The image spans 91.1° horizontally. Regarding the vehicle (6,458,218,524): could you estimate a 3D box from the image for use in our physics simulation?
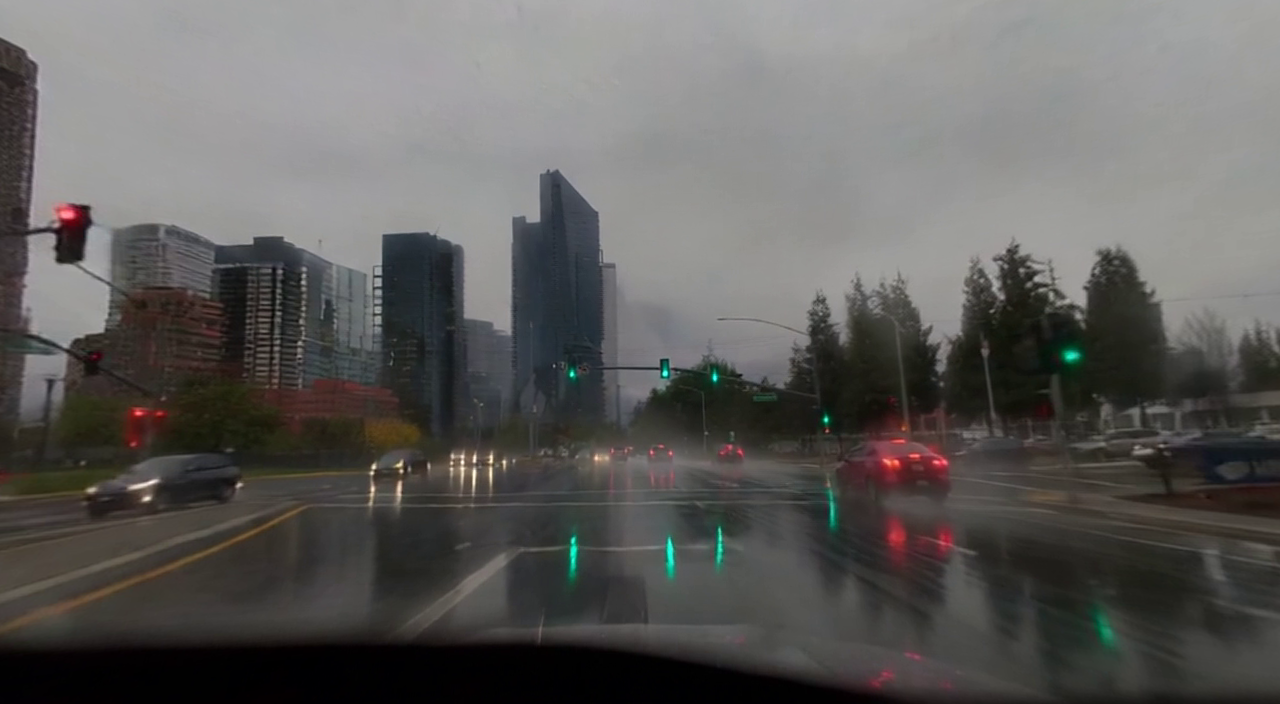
[{"bbox_3d":[-14.589,3.828,17.823,1.812,1.508,4.735,0,-9,2],"label":"vehicle"}]

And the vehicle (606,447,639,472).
[{"bbox_3d":[-1.128,6.860,40.238,2.026,1.453,3.780,0,-9,-2],"label":"vehicle"}]

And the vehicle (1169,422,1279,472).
[{"bbox_3d":[20.638,3.114,20.614,4.589,1.563,2.055,0,-9,1],"label":"vehicle"}]

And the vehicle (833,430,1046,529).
[{"bbox_3d":[5.675,2.458,12.719,2.056,1.624,4.498,0,-9,0],"label":"vehicle"}]

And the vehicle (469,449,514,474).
[{"bbox_3d":[-10.545,7.774,44.825,2.022,1.673,4.393,0,-9,1],"label":"vehicle"}]

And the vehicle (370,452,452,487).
[{"bbox_3d":[-10.788,5.527,29.969,1.986,1.505,4.693,0,-9,2],"label":"vehicle"}]

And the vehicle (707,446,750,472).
[{"bbox_3d":[5.475,6.647,39.254,1.924,1.527,4.268,0,-9,-2],"label":"vehicle"}]

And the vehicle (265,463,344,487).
[{"bbox_3d":[-23.781,8.722,44.700,1.904,1.497,4.685,-4,-9,22],"label":"vehicle"}]
